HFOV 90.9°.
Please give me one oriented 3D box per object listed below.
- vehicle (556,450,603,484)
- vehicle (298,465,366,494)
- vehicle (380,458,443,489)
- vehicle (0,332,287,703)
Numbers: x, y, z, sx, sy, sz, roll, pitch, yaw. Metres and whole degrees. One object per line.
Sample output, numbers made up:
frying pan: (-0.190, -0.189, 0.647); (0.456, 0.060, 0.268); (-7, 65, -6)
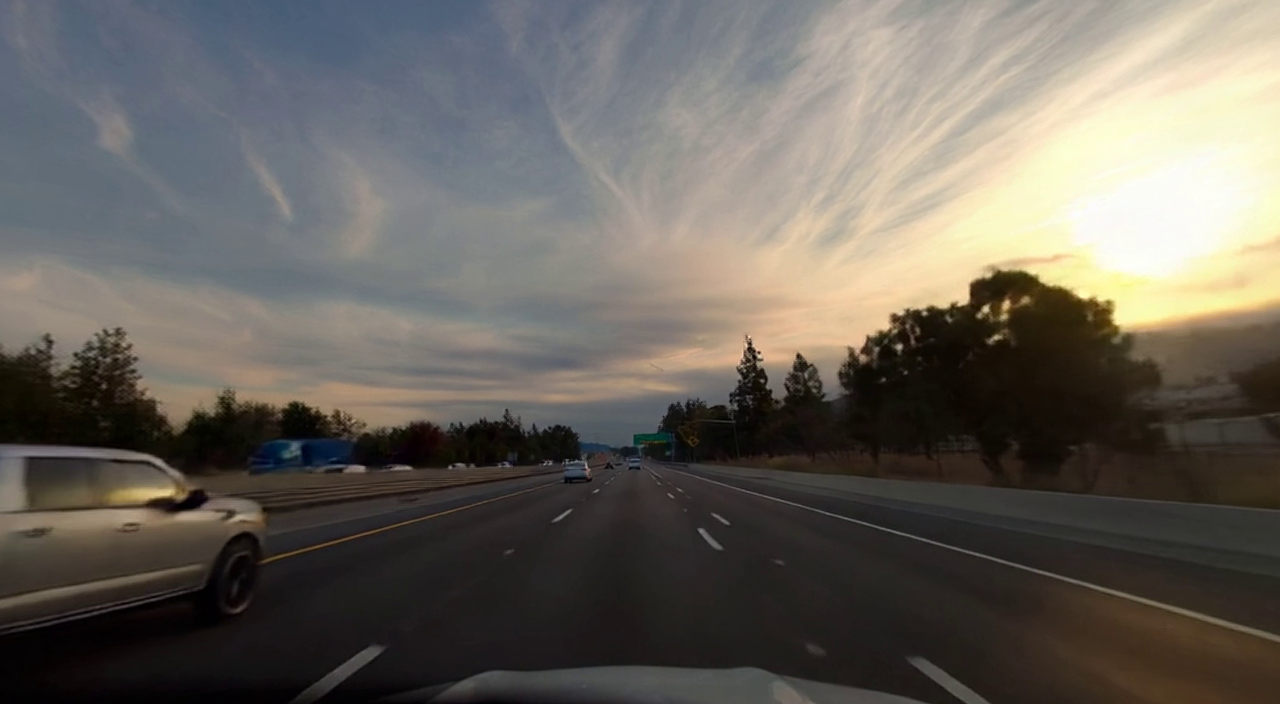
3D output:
vehicle: (-3.631, 7.033, 38.530); (2.390, 1.879, 4.423); (1, -10, 0)
vehicle: (-16.681, 6.892, 34.281); (1.738, 1.447, 3.731); (1, -10, 0)
vehicle: (-12.596, 6.721, 34.968); (1.946, 1.599, 4.078); (1, -10, 0)
vehicle: (-3.878, 0.791, 2.343); (2.272, 1.873, 4.832); (1, -10, 0)
